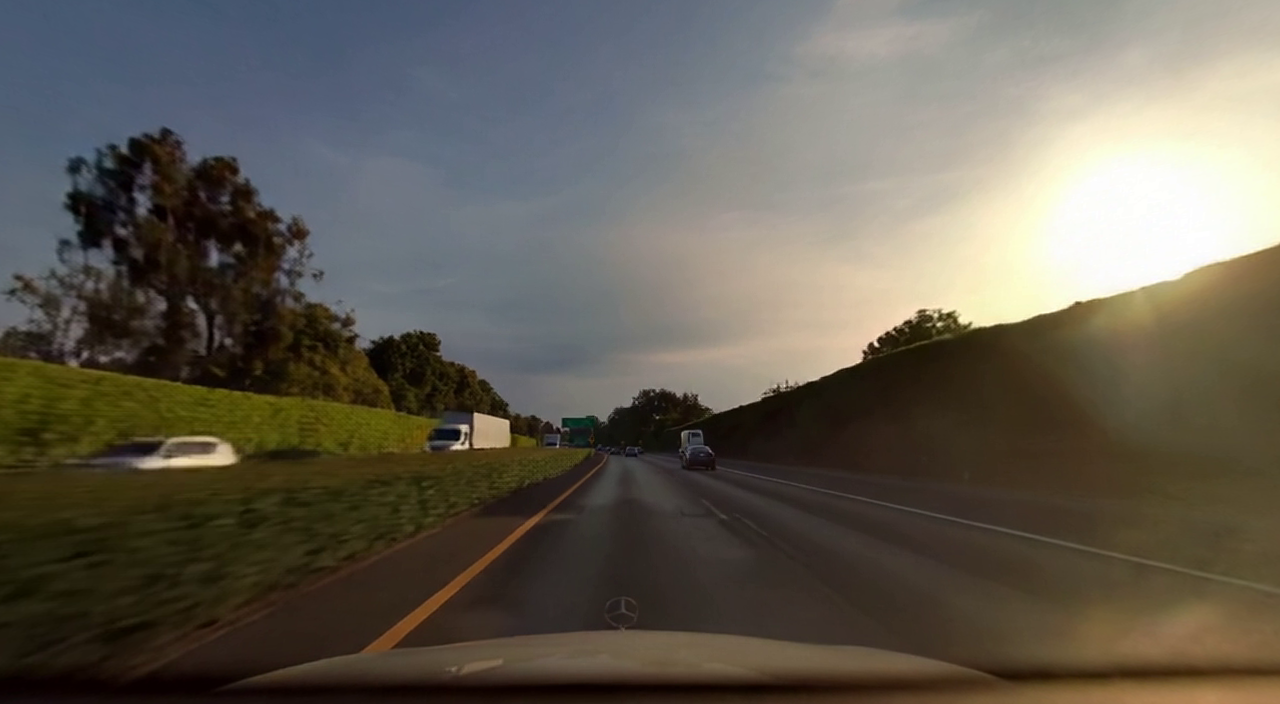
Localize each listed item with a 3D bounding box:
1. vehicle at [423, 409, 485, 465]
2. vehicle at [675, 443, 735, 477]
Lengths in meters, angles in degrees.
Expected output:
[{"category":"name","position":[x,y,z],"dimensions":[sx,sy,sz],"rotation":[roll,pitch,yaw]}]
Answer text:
[{"category":"vehicle","position":[-14.191,6.599,48.289],"dimensions":[3.118,3.986,5.803],"rotation":[0,-9,-2]},{"category":"vehicle","position":[3.074,5.277,30.822],"dimensions":[2.244,1.498,4.338],"rotation":[0,-9,-3]}]
